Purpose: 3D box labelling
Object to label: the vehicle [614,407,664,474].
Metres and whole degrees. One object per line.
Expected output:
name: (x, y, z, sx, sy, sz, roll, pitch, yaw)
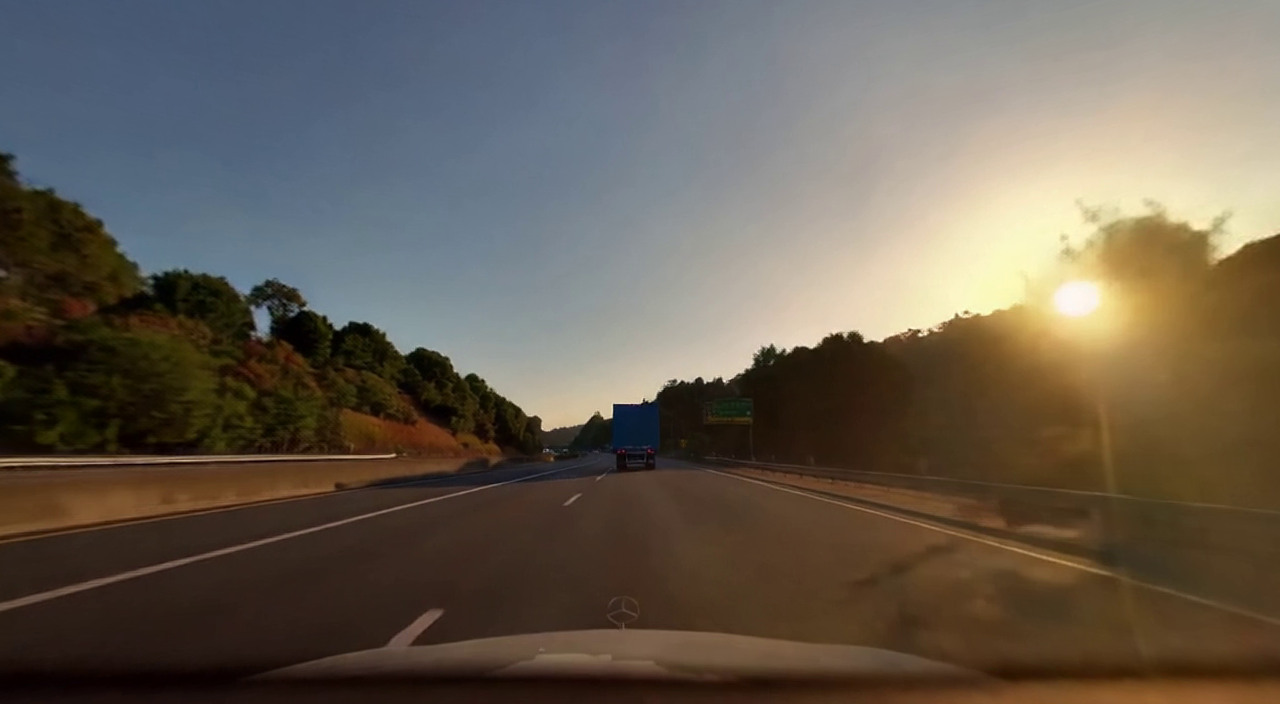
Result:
vehicle: (-0.092, 6.129, 42.992, 2.982, 3.947, 11.075, 0, -9, 0)
